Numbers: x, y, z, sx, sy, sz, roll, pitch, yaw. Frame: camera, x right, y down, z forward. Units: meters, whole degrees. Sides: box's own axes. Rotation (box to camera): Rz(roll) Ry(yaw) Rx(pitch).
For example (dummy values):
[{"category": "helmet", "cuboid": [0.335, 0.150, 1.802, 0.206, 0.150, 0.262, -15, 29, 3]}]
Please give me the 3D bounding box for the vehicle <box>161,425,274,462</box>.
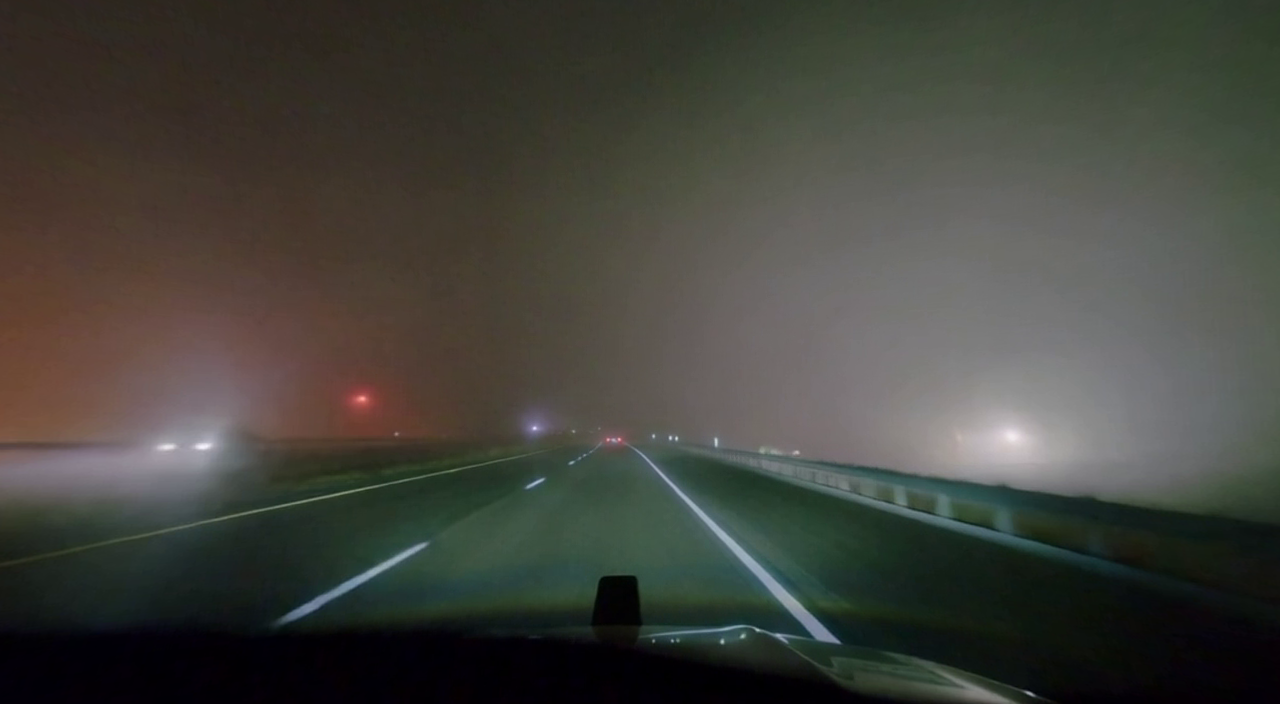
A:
[{"category": "vehicle", "cuboid": [-19.228, 4.180, 28.903, 1.937, 1.509, 4.603, 0, -8, 1]}]
